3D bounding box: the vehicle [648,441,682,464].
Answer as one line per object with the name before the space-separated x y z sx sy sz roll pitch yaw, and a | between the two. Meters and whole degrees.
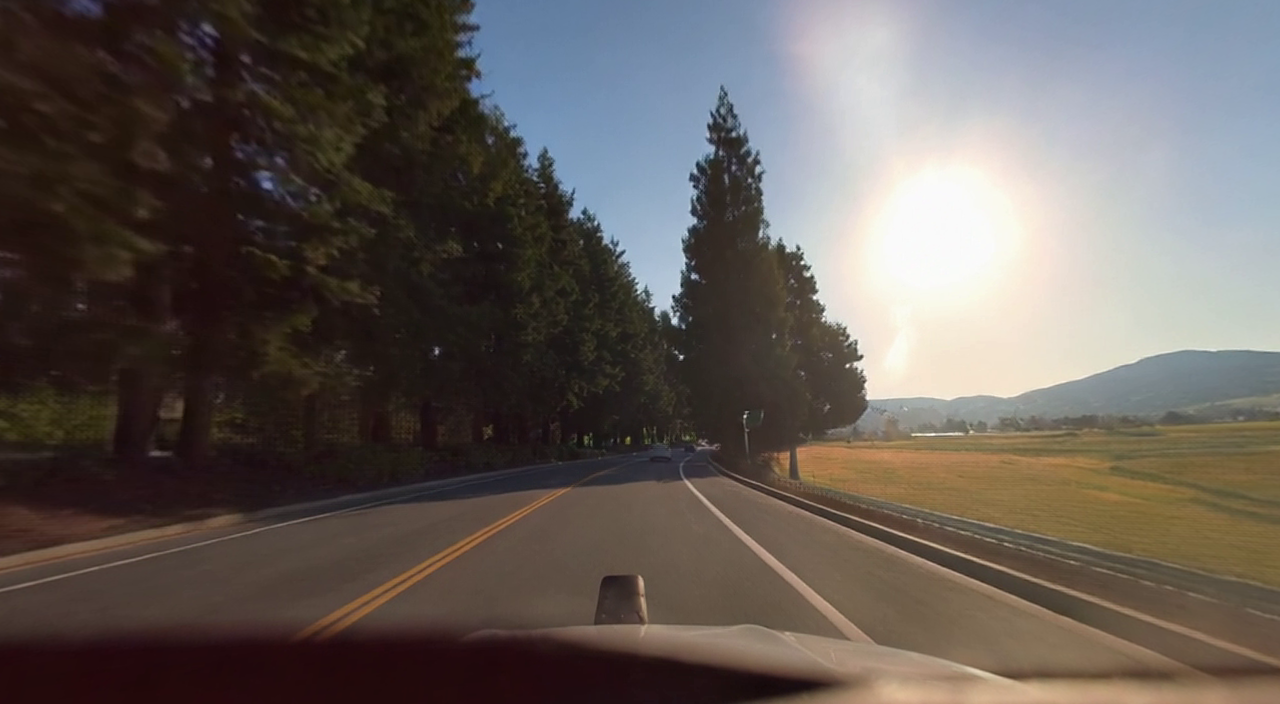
vehicle | 1.730 6.783 42.666 2.071 1.474 4.047 -1 -8 5
